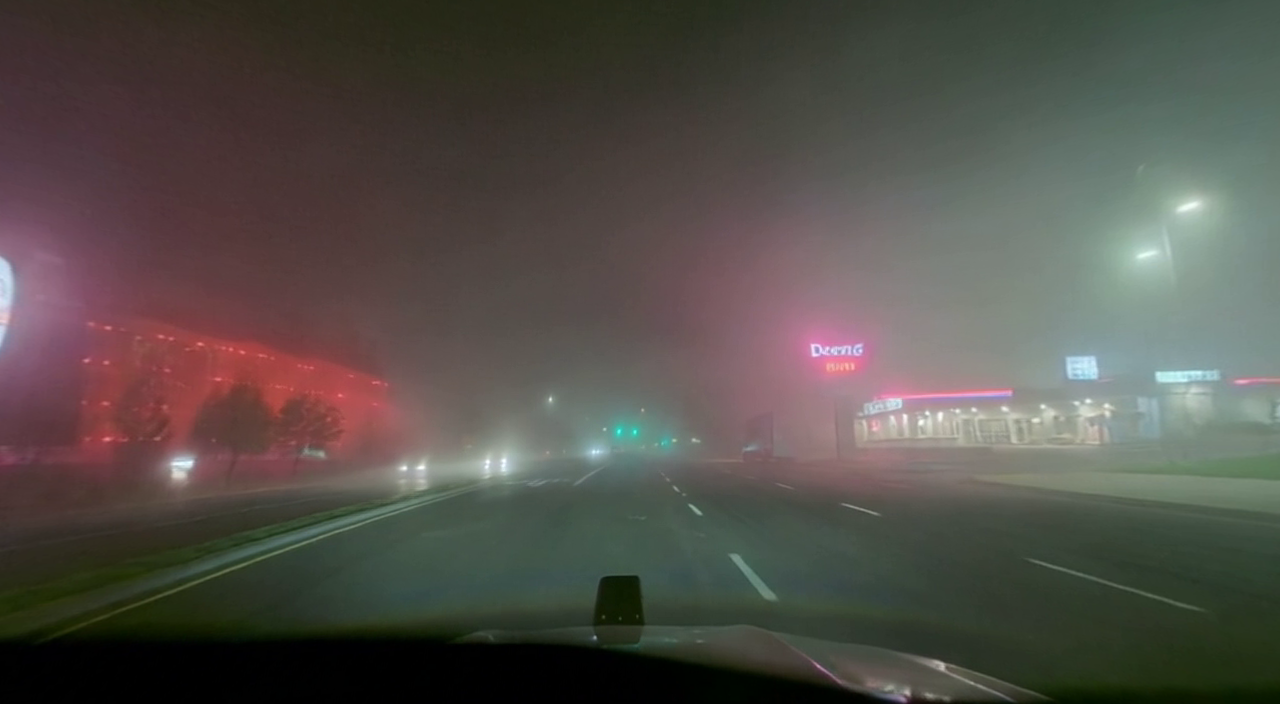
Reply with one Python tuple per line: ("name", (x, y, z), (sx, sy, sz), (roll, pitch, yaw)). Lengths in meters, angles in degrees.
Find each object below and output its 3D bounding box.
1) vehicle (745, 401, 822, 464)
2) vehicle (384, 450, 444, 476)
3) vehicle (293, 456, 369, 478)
("vehicle", (9.628, 5.675, 43.565), (3.174, 3.794, 9.019), (-2, -9, 1))
("vehicle", (-14.724, 7.343, 41.494), (1.841, 1.543, 4.680), (-2, -11, 6))
("vehicle", (-23.161, 8.630, 47.577), (4.862, 1.510, 2.027), (3, -9, -20))
